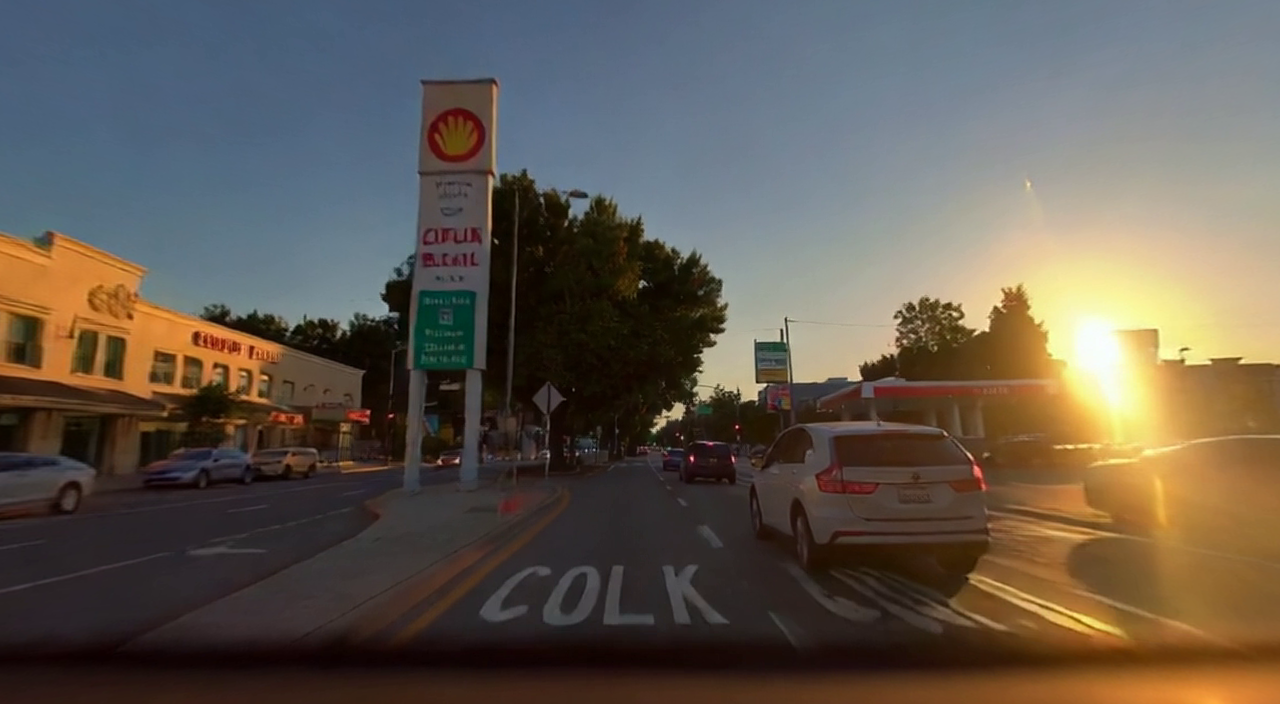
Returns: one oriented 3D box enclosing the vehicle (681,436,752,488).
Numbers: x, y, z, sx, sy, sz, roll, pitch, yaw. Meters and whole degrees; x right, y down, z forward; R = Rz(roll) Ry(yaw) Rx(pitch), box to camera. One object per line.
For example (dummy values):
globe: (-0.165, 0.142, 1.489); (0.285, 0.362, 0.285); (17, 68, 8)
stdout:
vehicle: (2.665, 3.948, 22.948); (1.999, 1.679, 4.217); (0, -8, -1)

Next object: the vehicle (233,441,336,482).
vehicle: (-17.825, 5.487, 31.927); (2.263, 1.887, 5.170); (0, -8, -1)

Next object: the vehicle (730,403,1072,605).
vehicle: (2.587, 1.661, 7.888); (2.183, 1.720, 4.842); (0, -8, 0)

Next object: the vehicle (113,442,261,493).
vehicle: (-17.964, 4.559, 25.374); (2.129, 1.843, 5.067); (0, -8, 1)

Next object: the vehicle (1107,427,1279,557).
vehicle: (9.831, 2.034, 9.324); (2.065, 1.767, 4.844); (0, -8, 0)

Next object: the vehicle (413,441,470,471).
vehicle: (-13.437, 7.034, 42.908); (2.097, 1.912, 4.828); (0, -8, 2)
